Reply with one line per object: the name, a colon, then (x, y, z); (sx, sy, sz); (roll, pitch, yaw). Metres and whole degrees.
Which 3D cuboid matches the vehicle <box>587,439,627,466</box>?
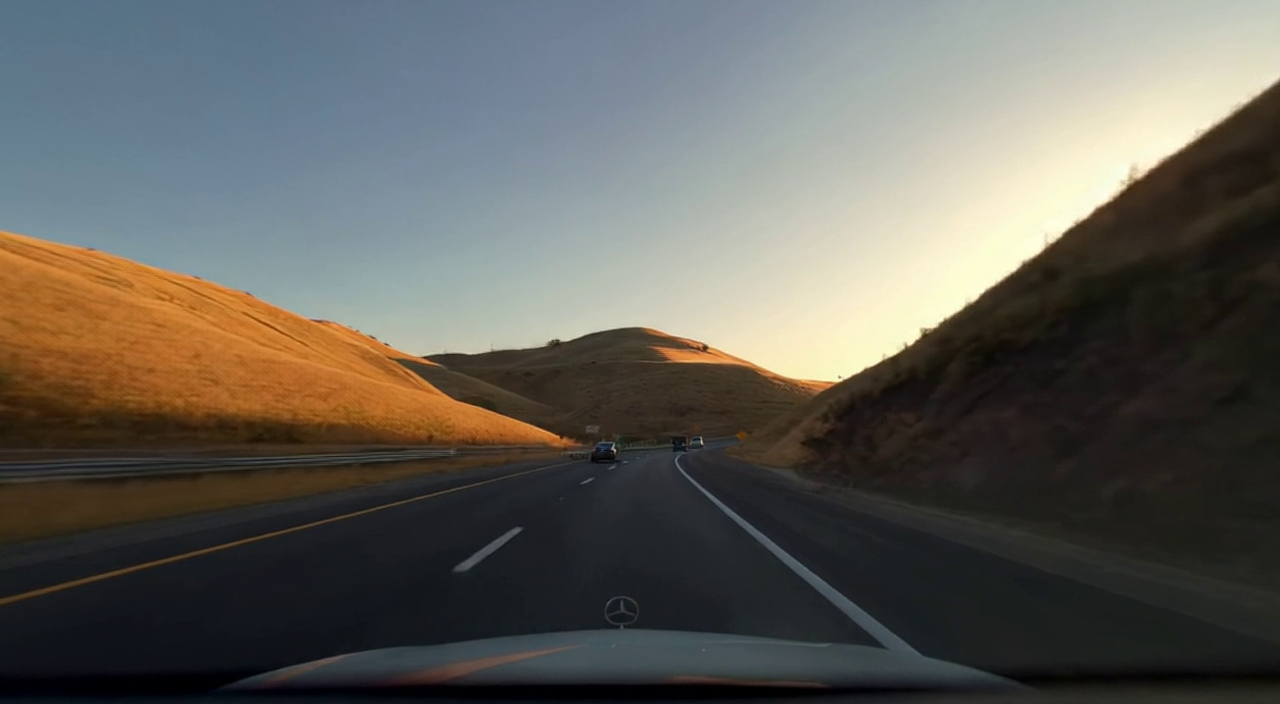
vehicle: (-2.177, 6.836, 43.210); (2.252, 1.743, 4.560); (-1, -8, 3)
